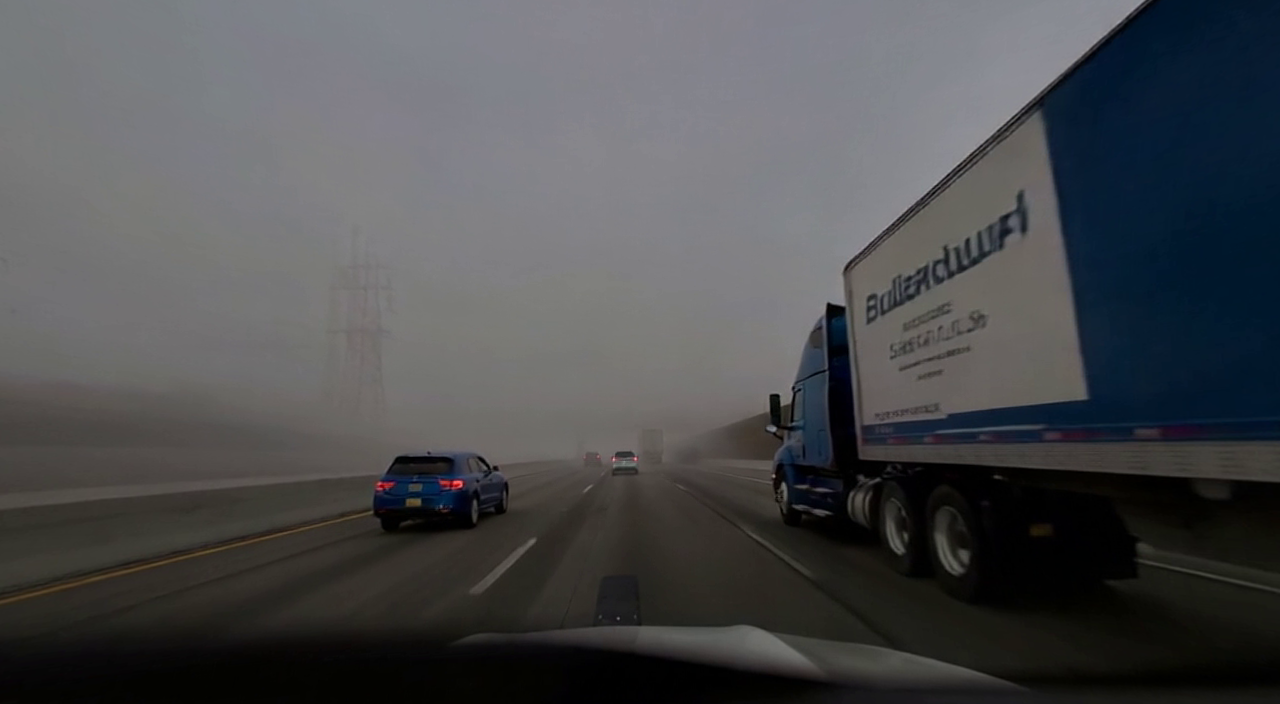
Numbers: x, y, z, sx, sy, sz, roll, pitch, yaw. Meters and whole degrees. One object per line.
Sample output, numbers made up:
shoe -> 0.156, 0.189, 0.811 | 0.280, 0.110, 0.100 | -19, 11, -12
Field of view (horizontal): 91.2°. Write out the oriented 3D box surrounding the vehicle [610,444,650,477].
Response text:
vehicle -> -0.545, 5.710, 33.337 | 2.004, 1.615, 4.113 | 0, -9, -1

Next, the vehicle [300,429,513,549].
vehicle -> -3.473, 2.108, 10.280 | 1.987, 1.548, 3.981 | 0, -9, -1
